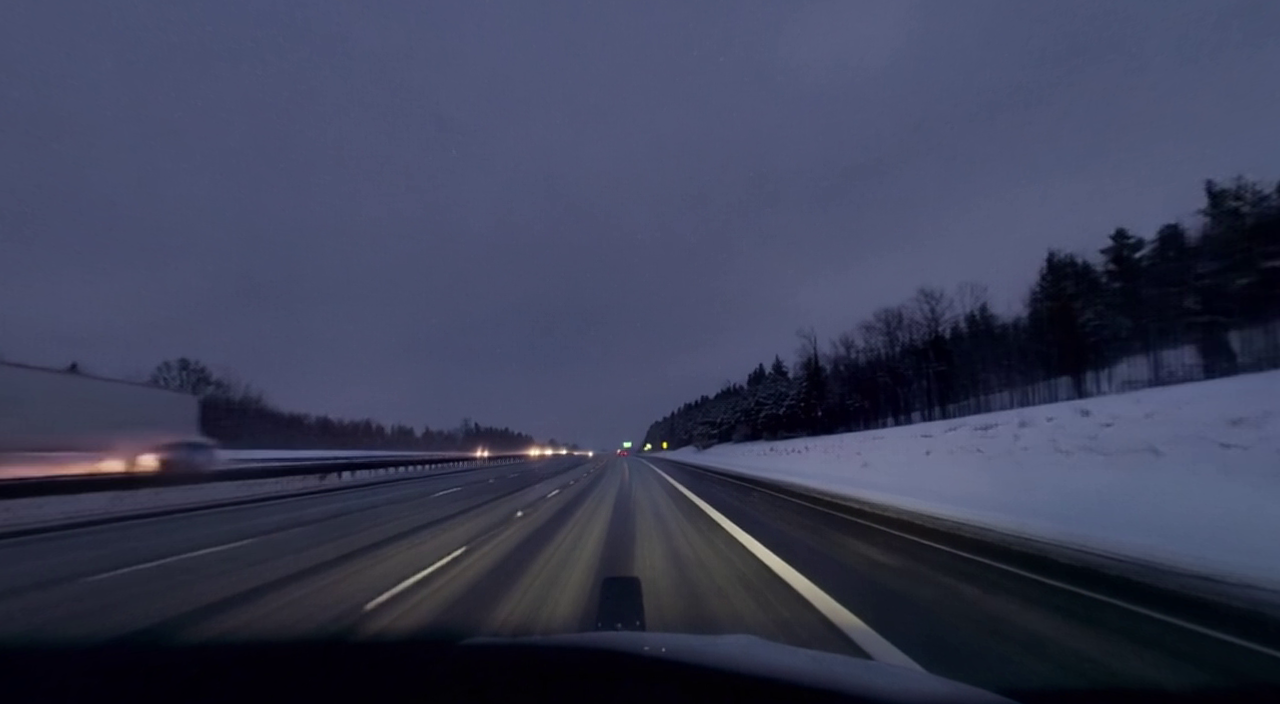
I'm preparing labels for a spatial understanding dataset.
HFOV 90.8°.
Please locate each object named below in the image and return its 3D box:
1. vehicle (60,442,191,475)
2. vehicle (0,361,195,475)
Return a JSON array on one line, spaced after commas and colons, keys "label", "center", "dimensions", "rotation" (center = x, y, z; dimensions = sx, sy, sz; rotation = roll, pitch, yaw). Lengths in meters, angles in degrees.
[{"label": "vehicle", "center": [-19.759, 4.110, 24.474], "dimensions": [1.880, 1.152, 3.847], "rotation": [0, -9, -1]}, {"label": "vehicle", "center": [-24.014, 2.406, 22.734], "dimensions": [2.765, 3.968, 18.709], "rotation": [0, -9, -1]}]
